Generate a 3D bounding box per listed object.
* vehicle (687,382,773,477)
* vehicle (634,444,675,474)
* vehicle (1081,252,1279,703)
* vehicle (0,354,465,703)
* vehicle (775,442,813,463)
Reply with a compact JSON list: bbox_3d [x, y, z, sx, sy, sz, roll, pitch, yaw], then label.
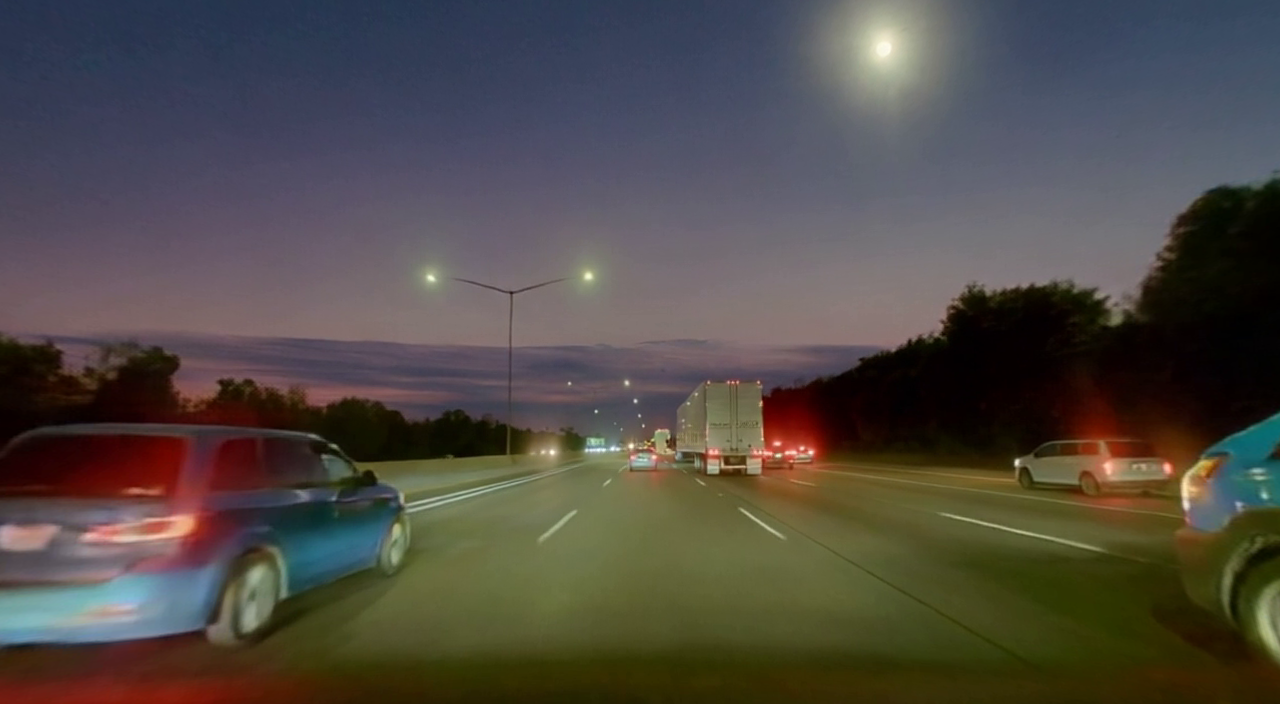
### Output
[{"bbox_3d":[4.352,4.293,33.645,2.821,4.077,12.562,0,-9,0],"label":"vehicle"},{"bbox_3d":[0.706,5.648,33.589,2.063,1.469,4.208,0,-9,0],"label":"vehicle"},{"bbox_3d":[3.717,0.339,0.560,2.441,2.017,5.739,0,-9,0],"label":"vehicle"},{"bbox_3d":[-3.169,1.221,4.889,2.237,1.745,4.575,0,-9,1],"label":"vehicle"},{"bbox_3d":[11.519,7.531,47.330,1.876,1.552,3.640,0,-9,0],"label":"vehicle"}]
